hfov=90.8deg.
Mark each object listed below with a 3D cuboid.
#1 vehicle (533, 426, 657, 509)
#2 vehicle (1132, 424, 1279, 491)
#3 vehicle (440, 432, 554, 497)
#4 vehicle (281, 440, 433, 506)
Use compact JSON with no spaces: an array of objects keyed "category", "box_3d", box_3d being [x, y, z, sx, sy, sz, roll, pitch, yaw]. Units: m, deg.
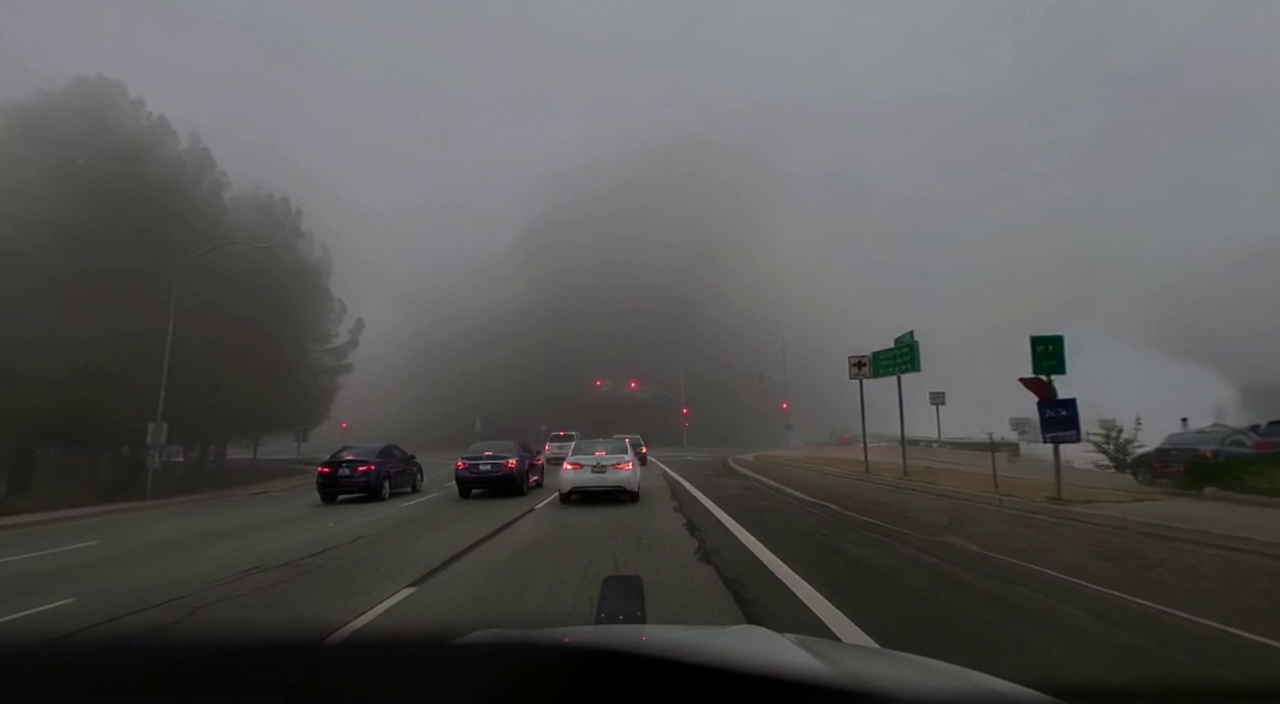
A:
[{"category":"vehicle","box_3d":[-0.823,2.416,13.698,2.231,1.481,4.489,0,-8,0]},{"category":"vehicle","box_3d":[14.774,2.561,15.635,4.605,1.430,2.086,4,-9,-25]},{"category":"vehicle","box_3d":[-3.590,2.919,16.769,1.920,1.480,4.549,0,-8,1]},{"category":"vehicle","box_3d":[-7.052,3.036,16.350,1.852,1.458,4.422,0,-8,1]}]
